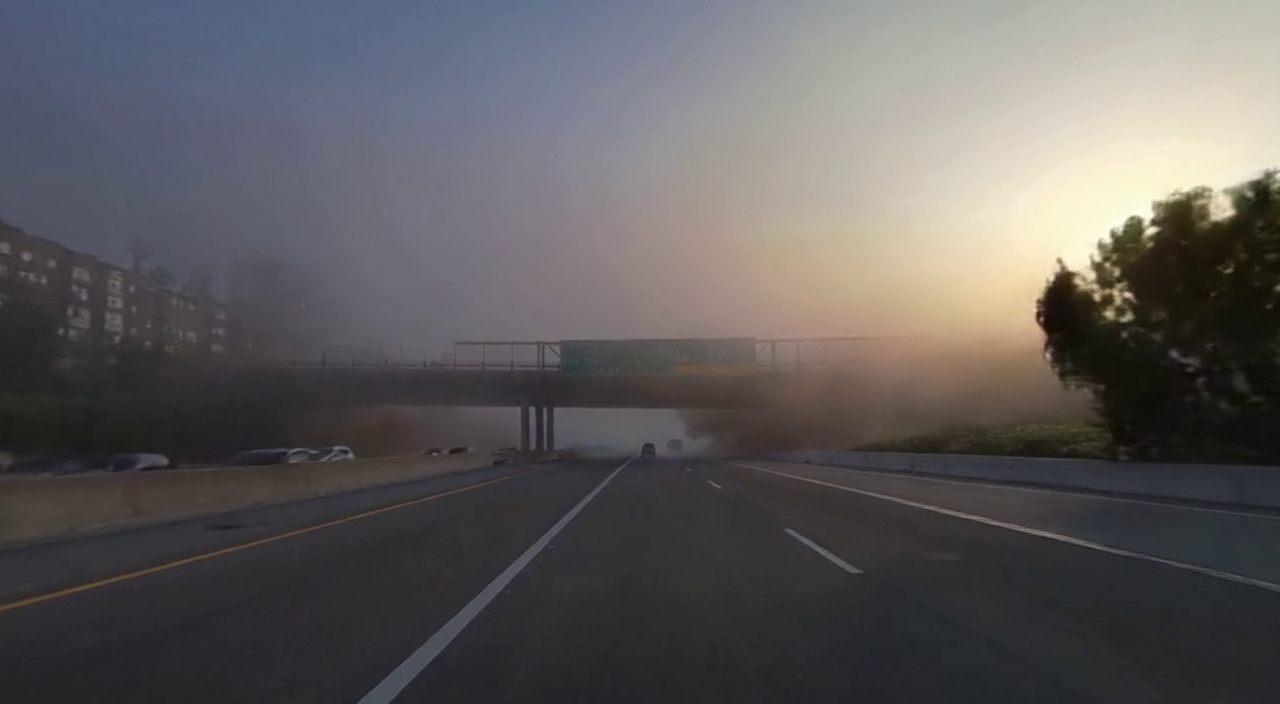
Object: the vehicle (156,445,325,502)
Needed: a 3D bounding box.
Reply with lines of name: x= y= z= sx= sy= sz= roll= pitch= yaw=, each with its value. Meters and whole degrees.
vehicle: x=-11.496 y=3.486 z=18.653 sx=1.894 sy=1.463 sz=4.609 roll=0 pitch=-8 yaw=2
